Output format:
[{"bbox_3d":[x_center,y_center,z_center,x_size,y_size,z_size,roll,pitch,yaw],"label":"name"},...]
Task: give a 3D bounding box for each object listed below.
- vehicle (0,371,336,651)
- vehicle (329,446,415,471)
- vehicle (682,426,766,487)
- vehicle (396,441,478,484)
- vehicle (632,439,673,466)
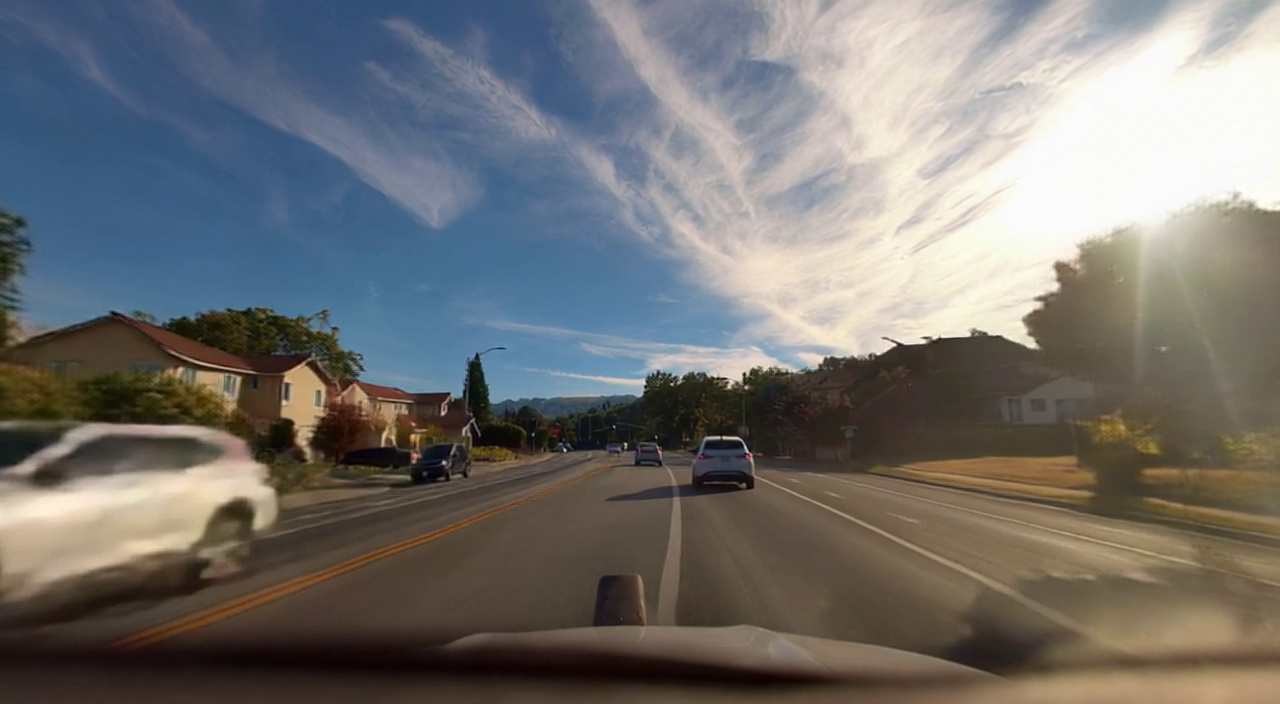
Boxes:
[{"bbox_3d":[-5.389,1.371,6.196,2.146,1.912,4.878,-1,-8,3],"label":"vehicle"},{"bbox_3d":[-16.671,6.628,39.390,4.514,1.523,1.860,0,-8,2],"label":"vehicle"},{"bbox_3d":[2.586,3.376,20.681,2.200,1.763,4.676,0,-8,1],"label":"vehicle"},{"bbox_3d":[-9.230,5.058,29.186,2.188,1.813,4.478,0,-8,1],"label":"vehicle"},{"bbox_3d":[0.641,5.695,35.842,2.196,1.449,4.006,0,-8,-1],"label":"vehicle"}]
